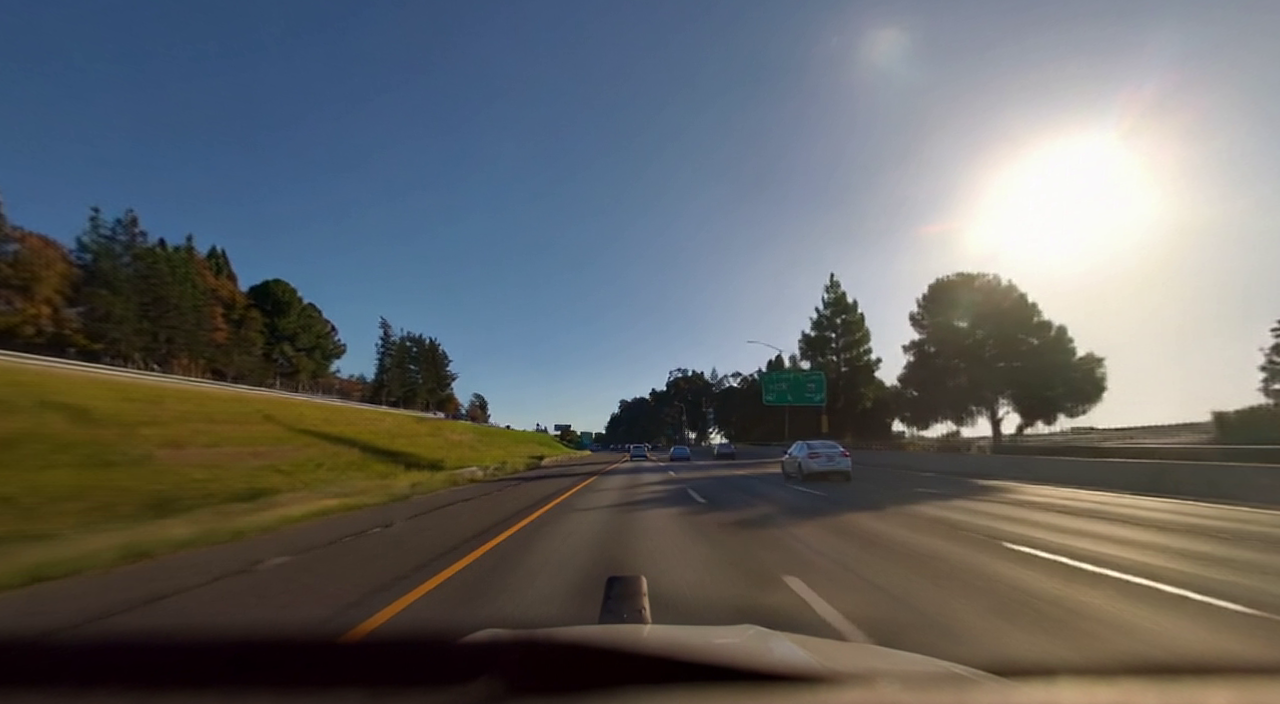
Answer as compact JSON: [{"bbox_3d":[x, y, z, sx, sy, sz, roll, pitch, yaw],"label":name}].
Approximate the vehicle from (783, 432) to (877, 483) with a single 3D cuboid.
[{"bbox_3d":[7.035,3.950,23.830,2.048,1.697,4.689,0,-8,0],"label":"vehicle"}]
